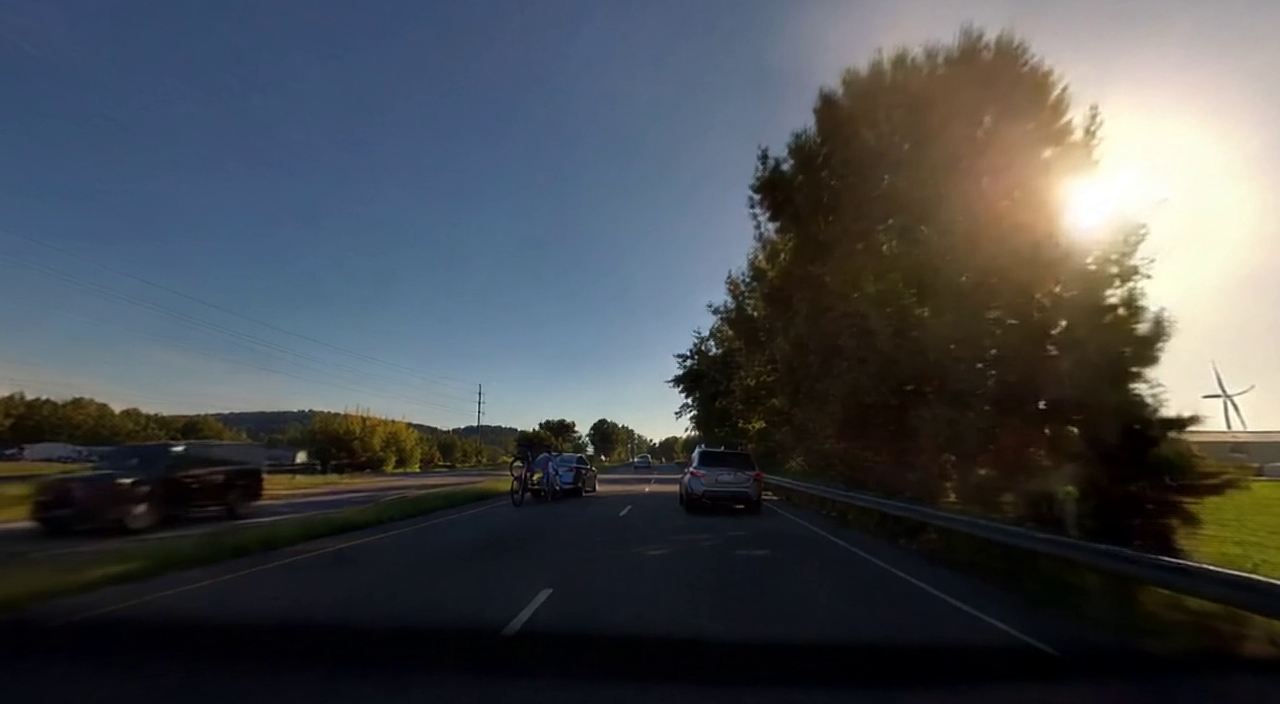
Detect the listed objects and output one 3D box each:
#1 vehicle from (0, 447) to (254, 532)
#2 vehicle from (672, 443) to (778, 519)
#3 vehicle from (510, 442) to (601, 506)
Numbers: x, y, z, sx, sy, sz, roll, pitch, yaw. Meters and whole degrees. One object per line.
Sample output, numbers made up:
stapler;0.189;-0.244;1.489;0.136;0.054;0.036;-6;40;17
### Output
vehicle;-10.955;2.878;13.829;2.088;1.545;4.230;-1;-9;3
vehicle;1.884;3.027;15.272;2.063;1.582;3.955;0;-9;1
vehicle;-2.384;3.590;18.918;1.962;1.681;4.033;-1;-9;3
